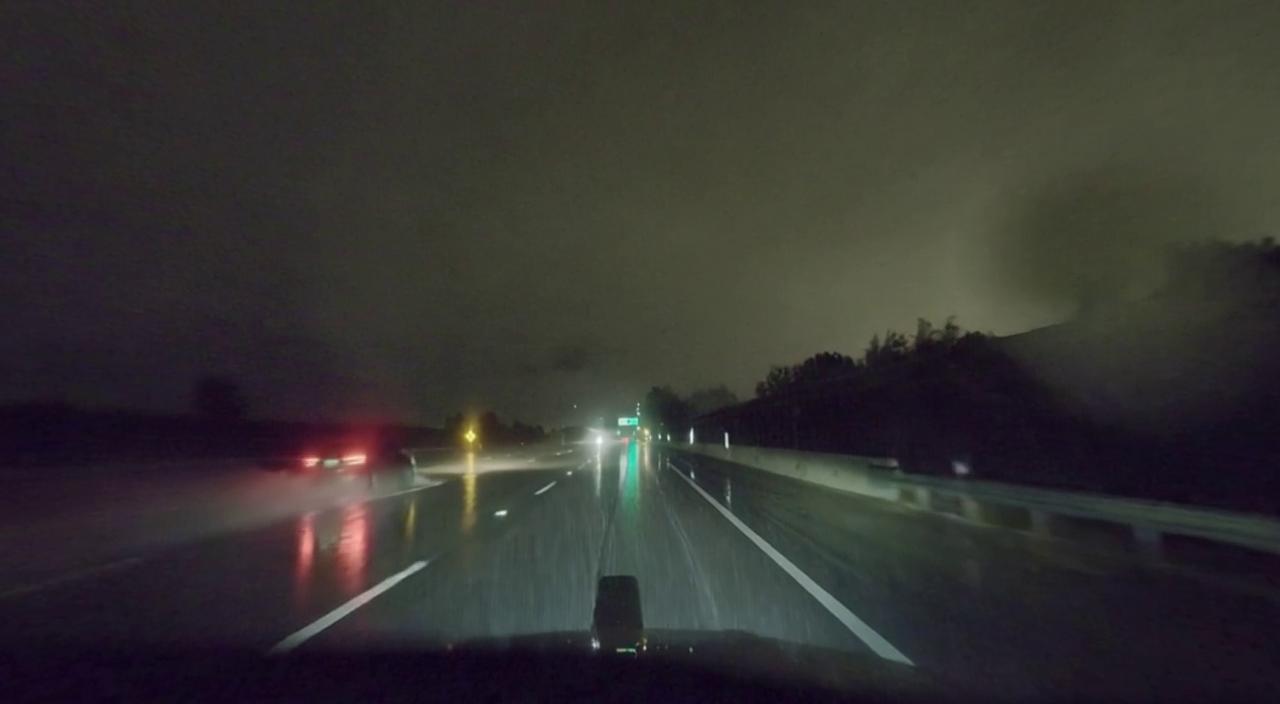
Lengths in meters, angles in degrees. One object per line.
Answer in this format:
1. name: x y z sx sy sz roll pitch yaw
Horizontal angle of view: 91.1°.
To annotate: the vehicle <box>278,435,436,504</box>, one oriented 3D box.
1. vehicle: -6.831 2.839 15.794 1.989 1.473 4.345 0 -8 0
